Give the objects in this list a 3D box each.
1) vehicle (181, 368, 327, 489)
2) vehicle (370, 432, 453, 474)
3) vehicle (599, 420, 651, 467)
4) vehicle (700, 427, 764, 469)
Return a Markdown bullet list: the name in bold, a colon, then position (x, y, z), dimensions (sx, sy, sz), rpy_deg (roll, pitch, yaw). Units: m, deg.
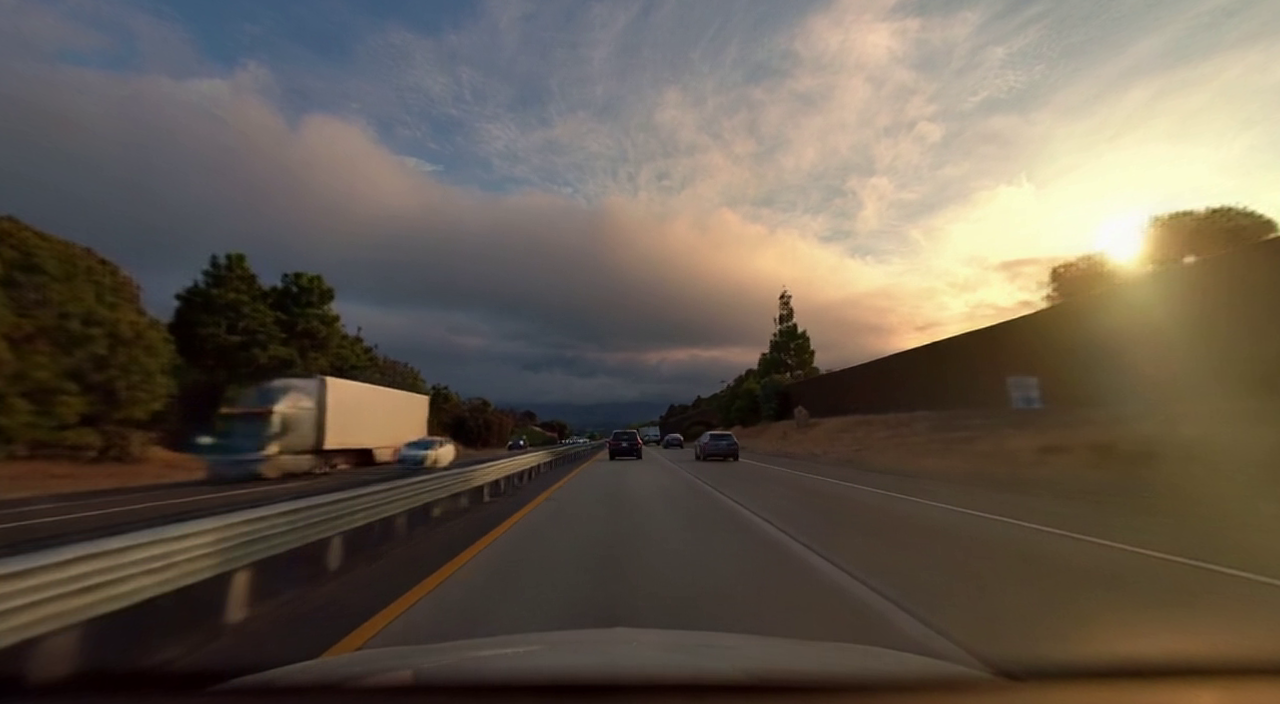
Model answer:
- **vehicle**: position (-13.724, 2.774, 22.755), dimensions (2.990, 4.029, 3.259), rpy_deg (0, -8, -1)
- **vehicle**: position (-9.476, 4.187, 26.506), dimensions (1.953, 1.598, 4.409), rpy_deg (0, -8, -2)
- **vehicle**: position (-0.721, 4.341, 30.164), dimensions (2.270, 2.044, 4.633), rpy_deg (0, -8, -2)
- **vehicle**: position (3.775, 4.014, 26.569), dimensions (1.981, 1.606, 3.956), rpy_deg (0, -8, -2)
